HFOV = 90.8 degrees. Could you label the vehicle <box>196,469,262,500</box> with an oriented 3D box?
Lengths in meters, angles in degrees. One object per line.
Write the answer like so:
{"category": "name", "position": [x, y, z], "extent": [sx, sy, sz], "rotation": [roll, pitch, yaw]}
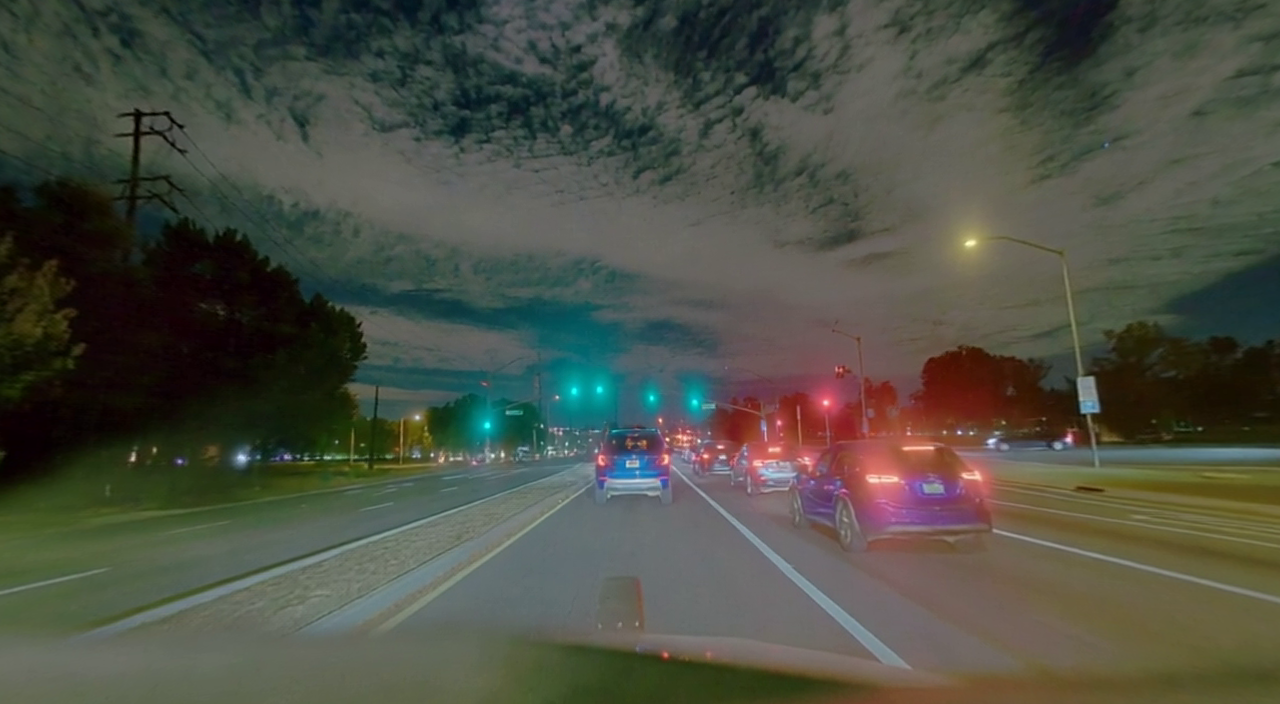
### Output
{"category": "vehicle", "position": [-25.231, 8.082, 38.769], "extent": [3.826, 1.522, 1.741], "rotation": [-3, -8, 30]}

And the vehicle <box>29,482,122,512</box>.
{"category": "vehicle", "position": [-33.395, 8.566, 37.430], "extent": [3.637, 1.483, 2.007], "rotation": [-2, -7, 1]}

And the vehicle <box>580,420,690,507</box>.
{"category": "vehicle", "position": [-0.140, 2.672, 15.469], "extent": [2.300, 1.821, 4.254], "rotation": [0, -9, -1]}

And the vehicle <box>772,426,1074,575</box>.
{"category": "vehicle", "position": [3.306, 1.824, 8.611], "extent": [1.984, 1.462, 4.513], "rotation": [0, -9, 0]}
